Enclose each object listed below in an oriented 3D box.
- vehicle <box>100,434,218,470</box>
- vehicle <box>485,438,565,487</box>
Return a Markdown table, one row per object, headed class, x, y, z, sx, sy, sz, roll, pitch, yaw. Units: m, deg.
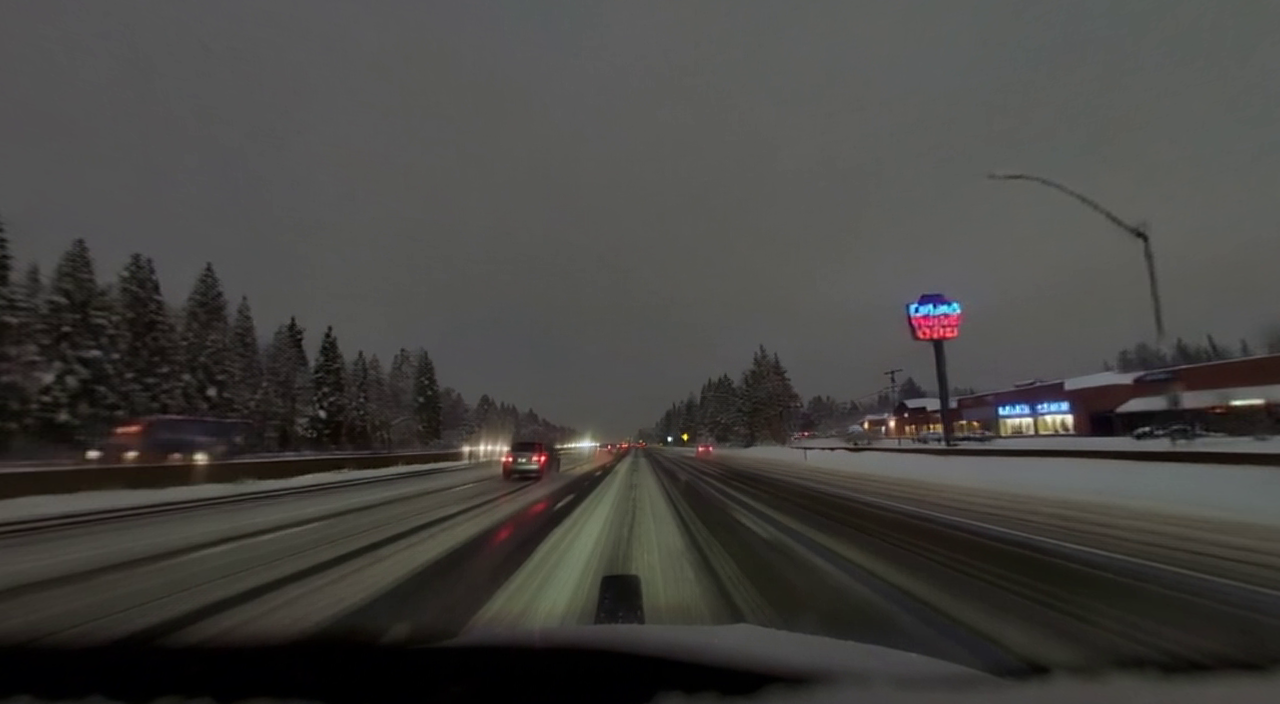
| class | x | y | z | sx | sy | sz | roll | pitch | yaw |
| --- | --- | --- | --- | --- | --- | --- | --- | --- | --- |
| vehicle | -27.388 | 5.728 | 36.292 | 2.333 | 1.873 | 5.556 | 0 | -8 | 1 |
| vehicle | -3.870 | 3.788 | 22.019 | 1.939 | 1.508 | 4.272 | 0 | -8 | 0 |
